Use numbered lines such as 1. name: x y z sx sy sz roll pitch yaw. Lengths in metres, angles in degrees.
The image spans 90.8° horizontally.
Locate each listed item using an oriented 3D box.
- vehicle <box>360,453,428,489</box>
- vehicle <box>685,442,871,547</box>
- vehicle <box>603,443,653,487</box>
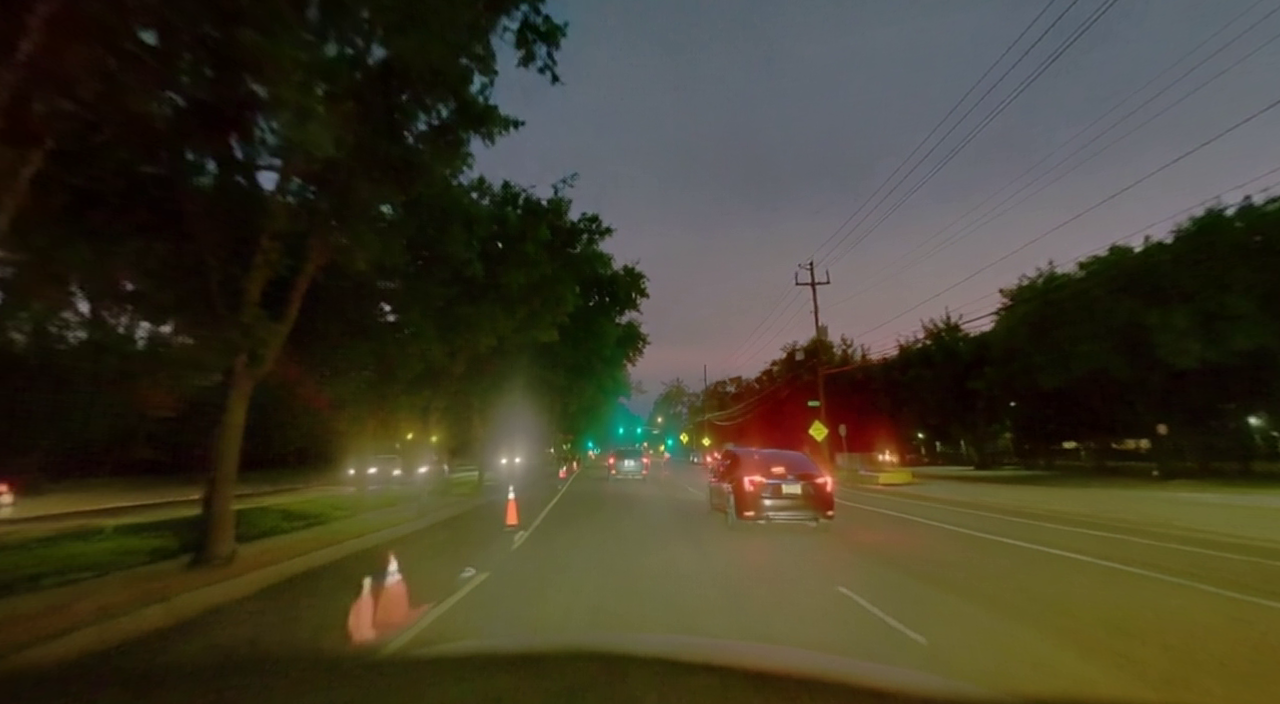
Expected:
1. vehicle: -12.532 6.050 32.521 1.871 1.639 4.289 0 -9 -1
2. vehicle: 2.164 2.391 11.404 1.977 1.460 4.565 0 -9 -5
3. vehicle: -0.491 4.885 27.726 2.050 1.745 3.915 -1 -9 0
